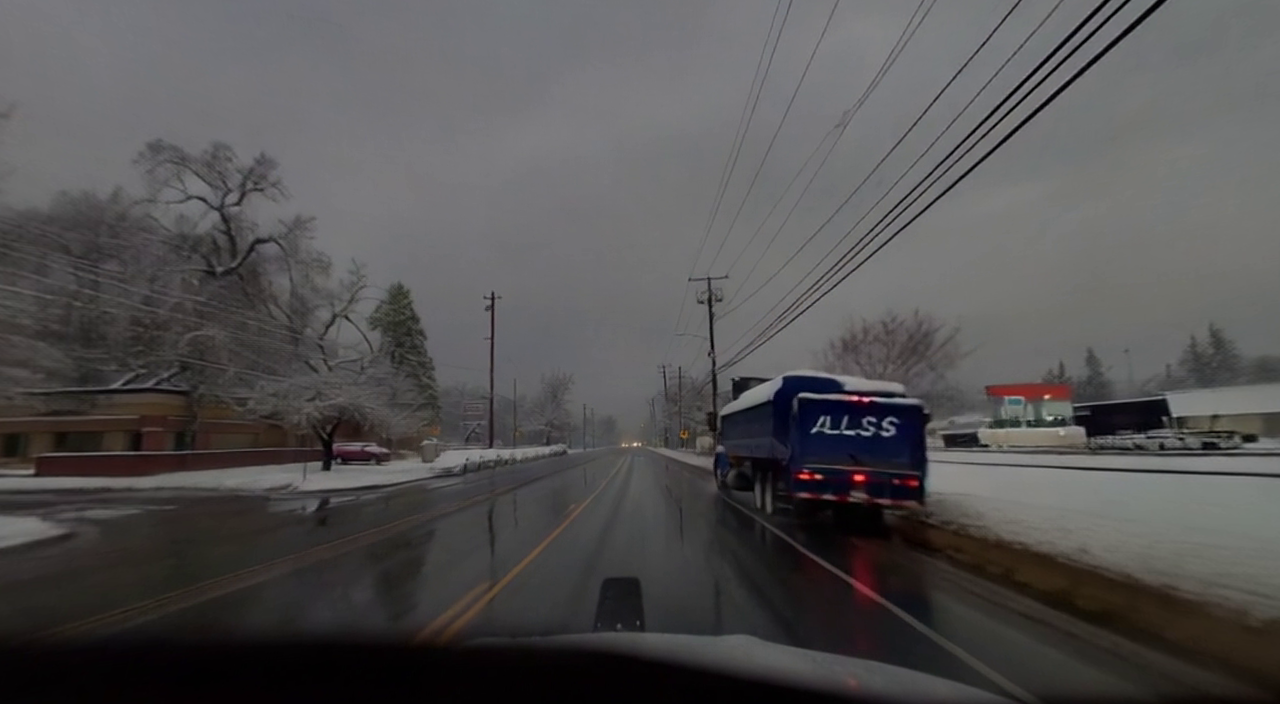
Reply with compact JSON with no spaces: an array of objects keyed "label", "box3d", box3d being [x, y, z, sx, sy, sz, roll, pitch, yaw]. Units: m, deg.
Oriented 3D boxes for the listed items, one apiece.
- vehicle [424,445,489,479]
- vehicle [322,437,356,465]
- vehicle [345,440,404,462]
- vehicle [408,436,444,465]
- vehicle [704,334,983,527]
[{"label":"vehicle","box3d":[-8.737,5.230,30.450,1.939,1.480,4.632,0,-9,-3]},{"label":"vehicle","box3d":[-21.339,6.999,44.944,1.954,1.868,4.977,4,-9,-24]},{"label":"vehicle","box3d":[-20.793,7.768,49.653,4.134,1.681,1.842,3,-10,-20]},{"label":"vehicle","box3d":[-15.902,7.326,47.083,2.040,1.874,4.892,-3,-8,-14]},{"label":"vehicle","box3d":[3.743,1.897,14.902,3.168,3.106,9.350,0,-8,-2]}]
